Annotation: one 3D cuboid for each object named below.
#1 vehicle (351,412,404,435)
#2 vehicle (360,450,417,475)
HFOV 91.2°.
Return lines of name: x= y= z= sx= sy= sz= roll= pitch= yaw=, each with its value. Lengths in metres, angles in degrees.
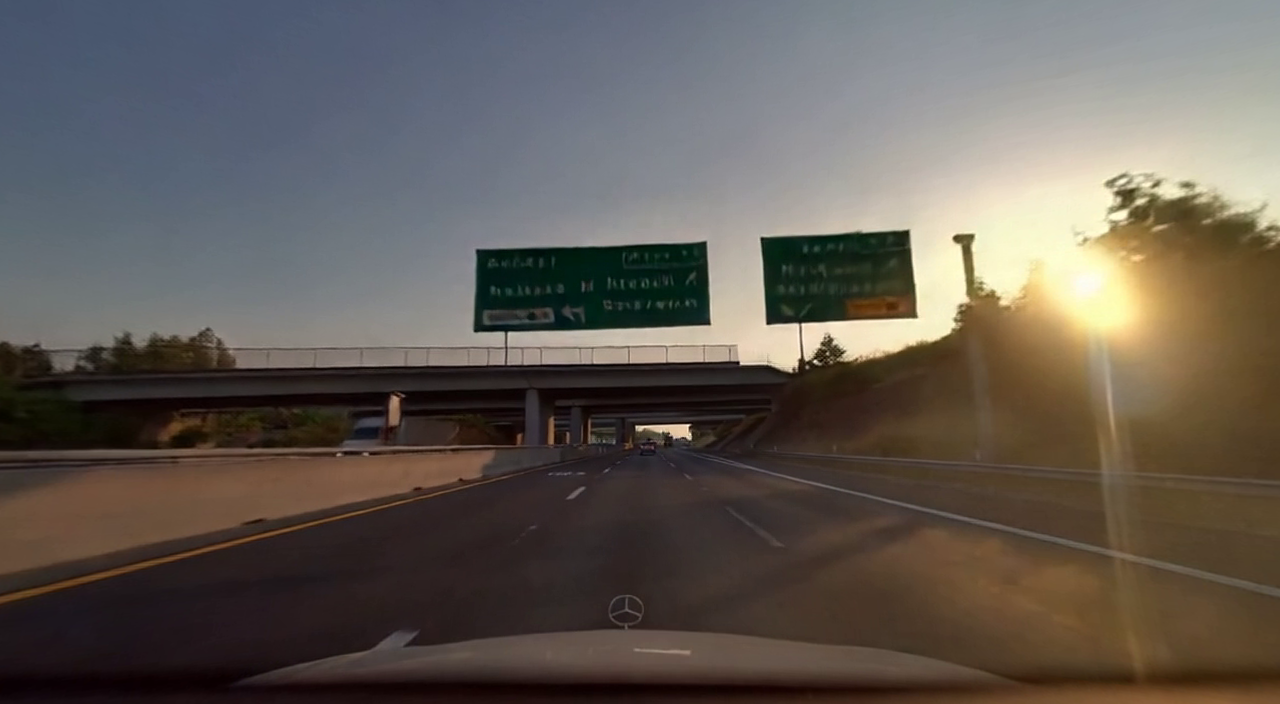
vehicle: x=-20.247 y=5.574 z=48.605 sx=2.010 sy=1.679 sz=4.548 roll=0 pitch=-7 yaw=2
vehicle: x=-16.389 y=7.202 z=41.154 sx=1.853 sy=1.544 sz=4.416 roll=0 pitch=-8 yaw=1
